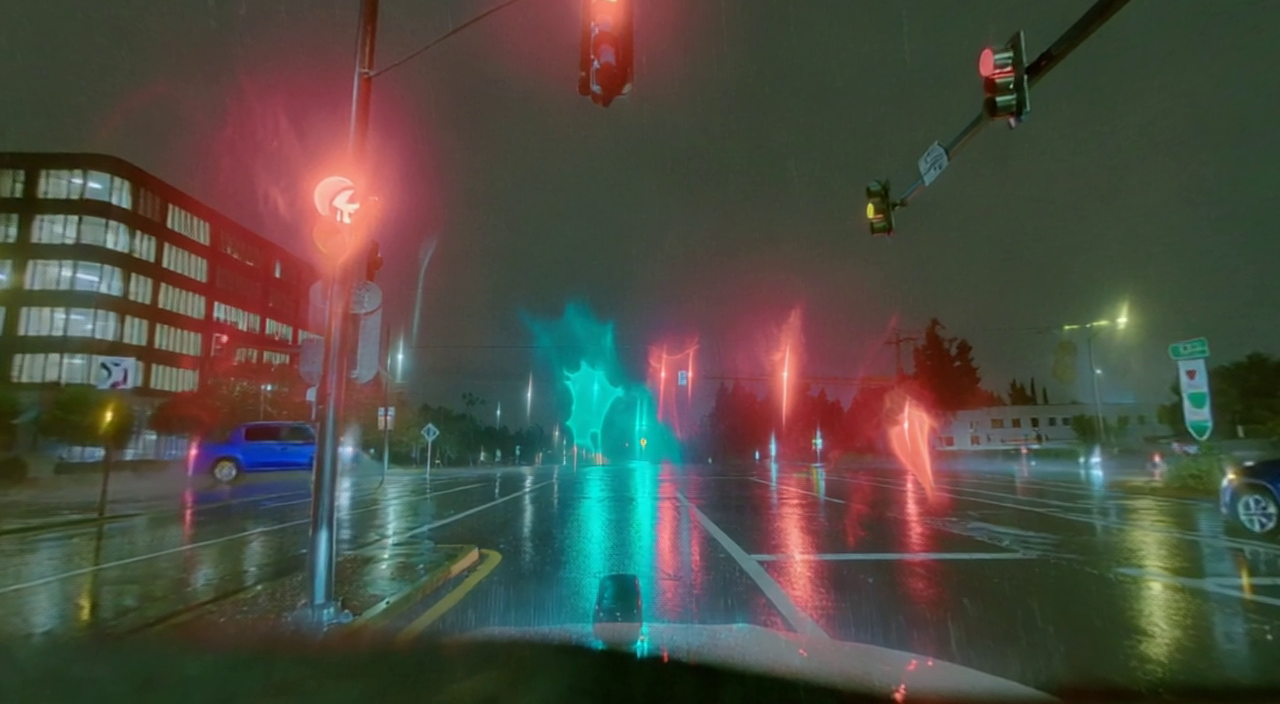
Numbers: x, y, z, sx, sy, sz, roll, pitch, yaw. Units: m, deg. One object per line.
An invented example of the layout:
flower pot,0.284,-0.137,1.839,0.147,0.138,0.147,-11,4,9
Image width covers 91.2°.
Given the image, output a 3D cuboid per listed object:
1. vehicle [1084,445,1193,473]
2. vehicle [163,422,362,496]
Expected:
vehicle,29.327,6.277,36.974,4.736,1.542,1.966,0,-9,-1
vehicle,-16.808,4.788,28.488,7.088,3.096,2.678,2,-9,-13
